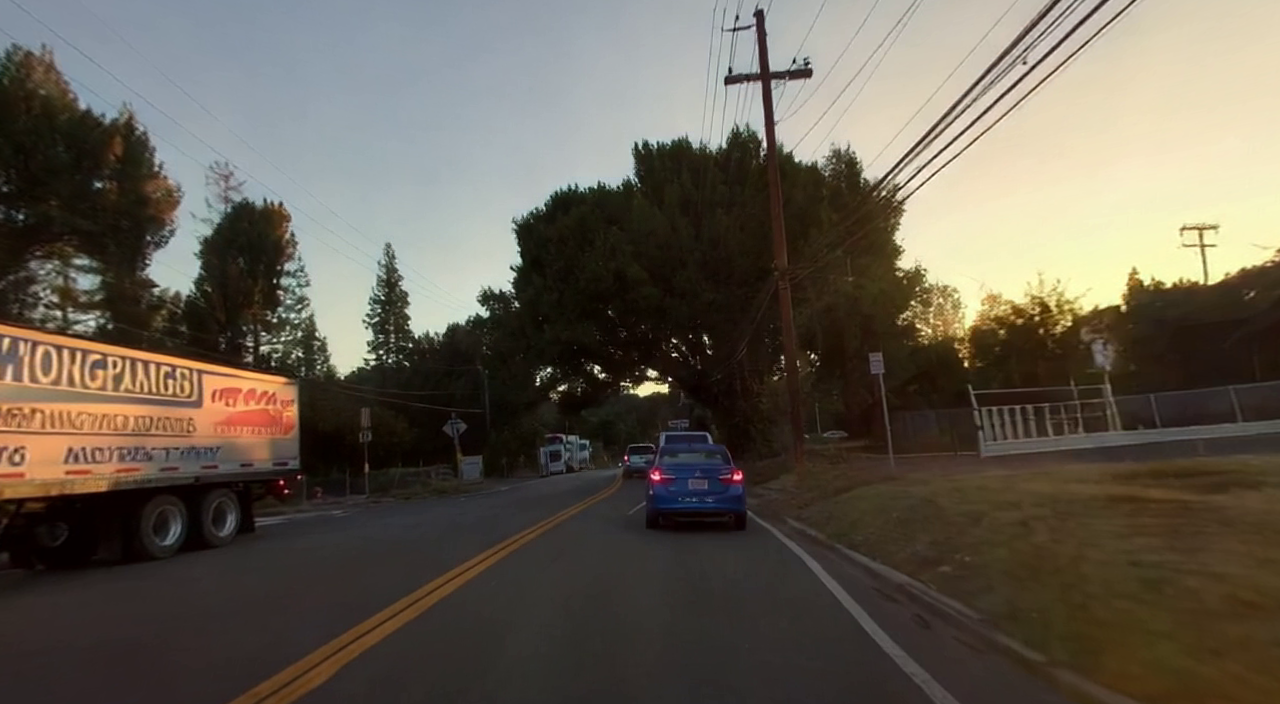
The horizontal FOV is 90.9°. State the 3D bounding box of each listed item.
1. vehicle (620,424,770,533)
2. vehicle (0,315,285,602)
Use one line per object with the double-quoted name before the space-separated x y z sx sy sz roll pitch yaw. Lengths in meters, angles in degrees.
"vehicle" 0.794 2.050 10.740 2.081 1.503 3.726 0 -8 1
"vehicle" -8.498 1.352 7.463 3.395 3.071 7.634 -7 -6 7
